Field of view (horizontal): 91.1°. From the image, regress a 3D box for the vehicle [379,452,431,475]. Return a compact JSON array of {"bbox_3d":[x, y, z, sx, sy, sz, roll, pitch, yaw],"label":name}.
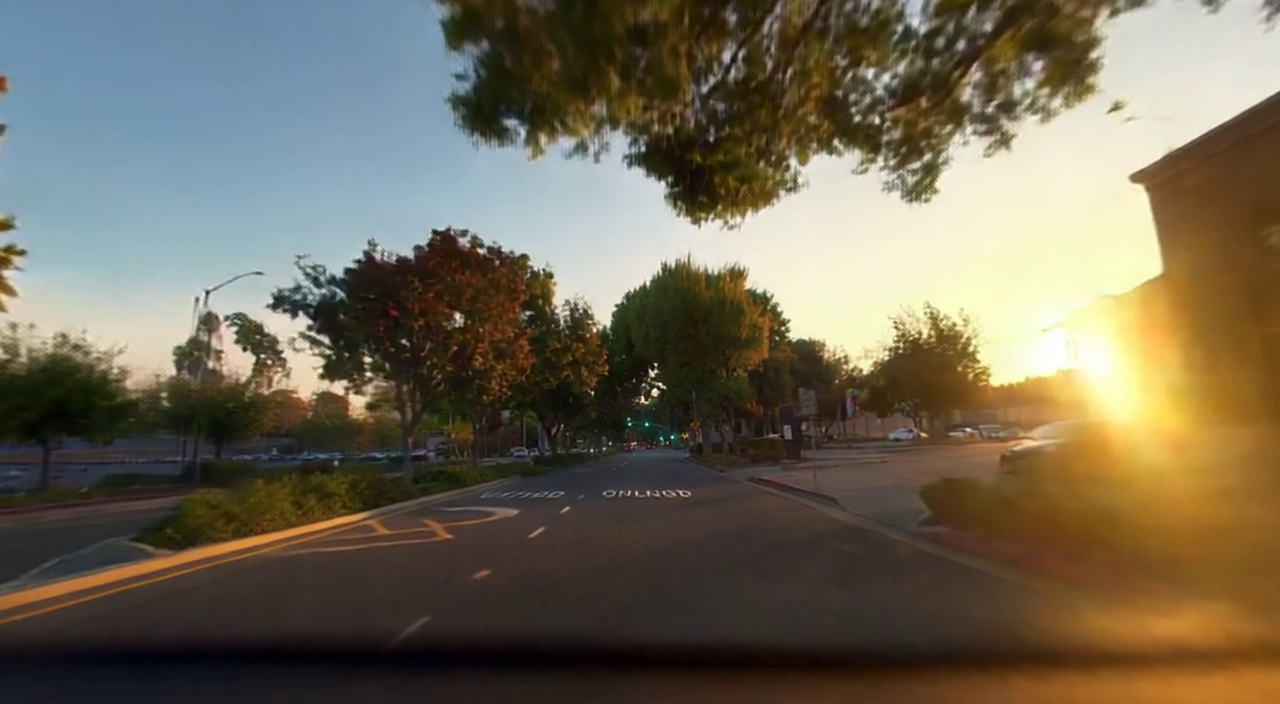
[{"bbox_3d":[-17.089,8.092,45.842,1.861,1.541,4.530,0,-9,2],"label":"vehicle"}]
